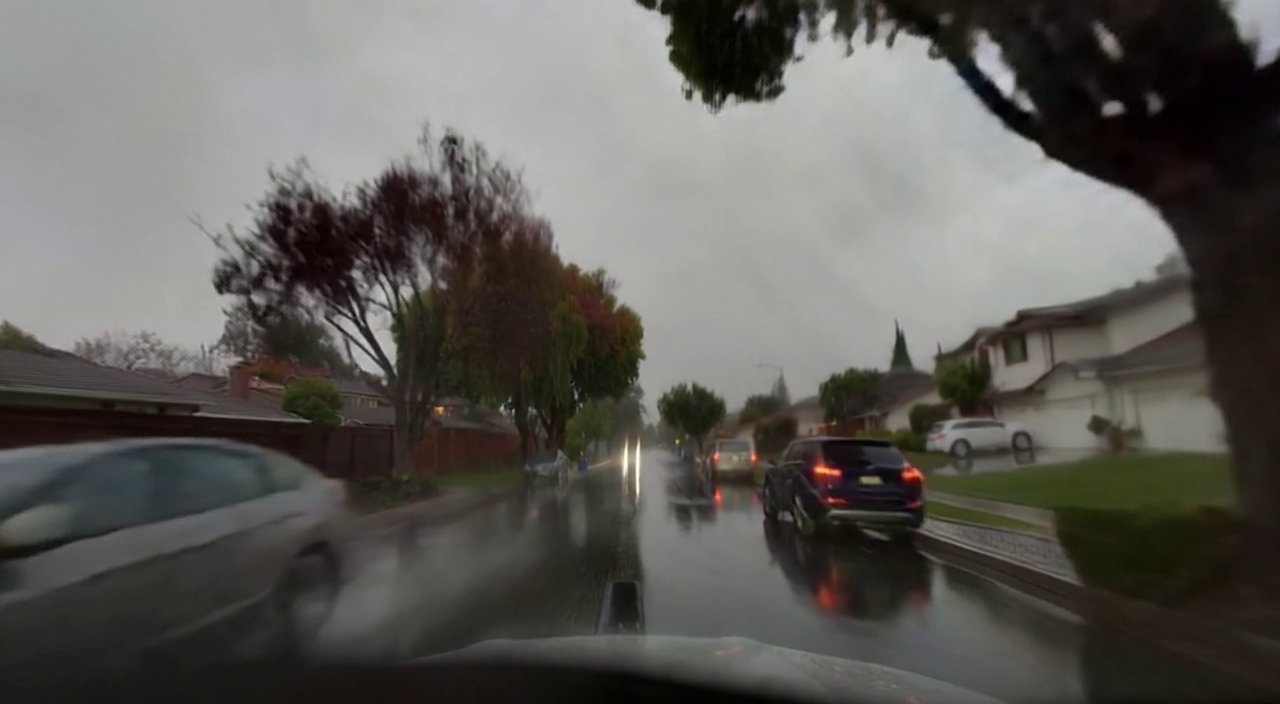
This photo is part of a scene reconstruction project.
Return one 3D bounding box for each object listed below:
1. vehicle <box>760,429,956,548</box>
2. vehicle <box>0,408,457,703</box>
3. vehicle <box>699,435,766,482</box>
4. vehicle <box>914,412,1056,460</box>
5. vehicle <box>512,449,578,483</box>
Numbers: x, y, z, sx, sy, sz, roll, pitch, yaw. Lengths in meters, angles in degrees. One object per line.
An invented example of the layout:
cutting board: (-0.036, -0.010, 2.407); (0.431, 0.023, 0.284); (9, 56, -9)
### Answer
vehicle: (3.545, 2.296, 11.431); (2.079, 1.651, 4.783); (0, -8, 3)
vehicle: (-2.781, 1.165, 3.441); (2.104, 1.497, 4.781); (0, -8, 0)
vehicle: (4.108, 4.856, 29.057); (2.350, 1.912, 5.696); (0, -8, 1)
vehicle: (13.581, 3.317, 25.173); (4.310, 1.805, 2.289); (-1, -7, 6)
vehicle: (-4.336, 5.303, 29.563); (2.234, 1.377, 4.413); (-2, -10, 3)
